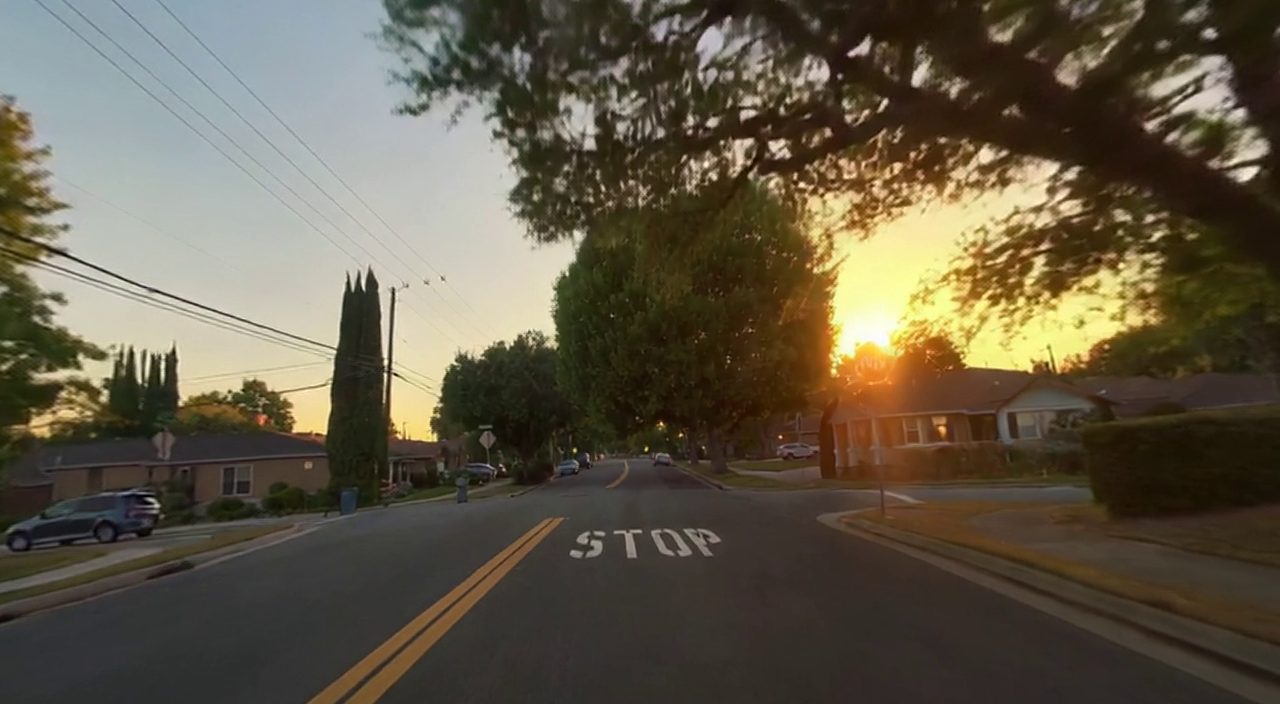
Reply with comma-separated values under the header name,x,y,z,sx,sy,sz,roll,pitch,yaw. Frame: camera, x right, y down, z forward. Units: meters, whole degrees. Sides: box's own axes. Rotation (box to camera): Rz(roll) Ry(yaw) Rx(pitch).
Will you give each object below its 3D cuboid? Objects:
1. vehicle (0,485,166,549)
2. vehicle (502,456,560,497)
name,x,y,z,sx,sy,sz,roll,pitch,yaw
vehicle,-18.474,5.423,20.884,4.274,1.626,2.093,-6,-9,11
vehicle,-5.972,6.856,35.231,2.149,1.823,4.613,-6,-9,1
